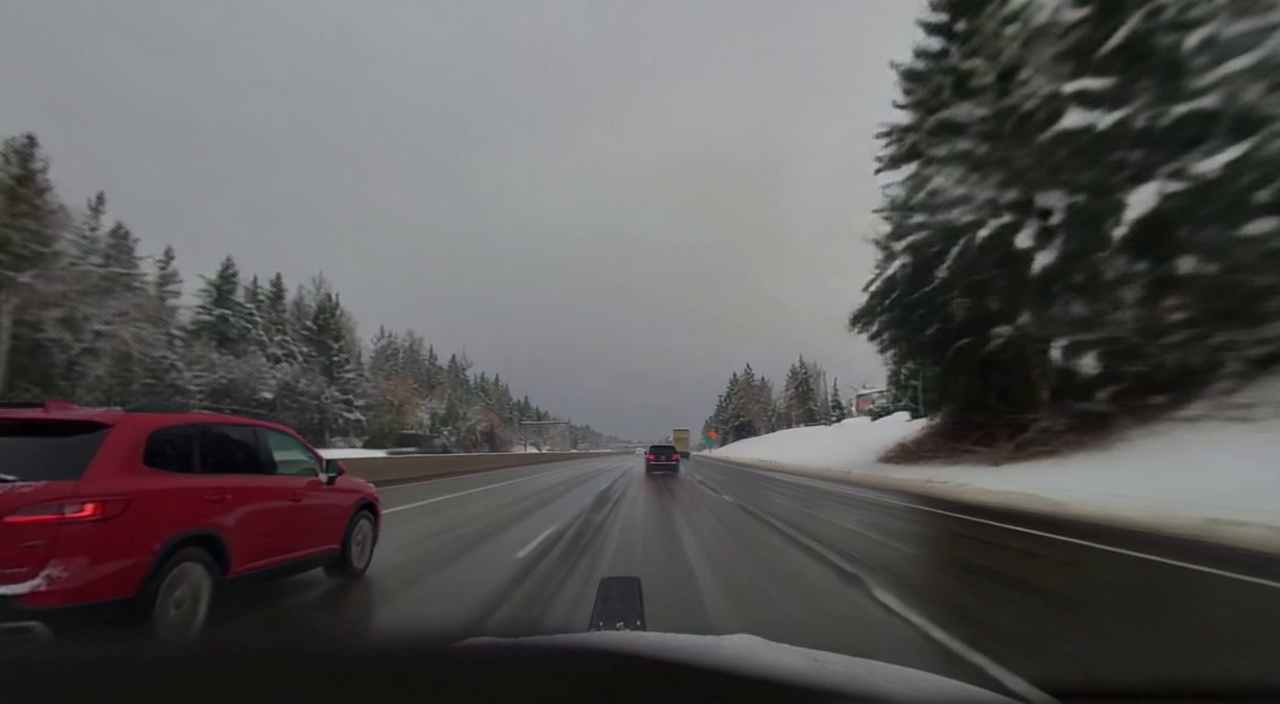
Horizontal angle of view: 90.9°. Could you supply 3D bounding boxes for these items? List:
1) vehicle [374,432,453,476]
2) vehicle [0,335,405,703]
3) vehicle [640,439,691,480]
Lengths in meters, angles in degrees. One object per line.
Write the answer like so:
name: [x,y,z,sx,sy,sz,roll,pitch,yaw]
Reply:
vehicle: [-15.839,7.208,44.704,2.726,2.855,6.961,-1,-9,2]
vehicle: [-3.669,1.142,4.471,2.139,1.804,4.611,0,-9,1]
vehicle: [1.053,4.734,27.957,2.087,1.682,4.388,0,-9,0]
